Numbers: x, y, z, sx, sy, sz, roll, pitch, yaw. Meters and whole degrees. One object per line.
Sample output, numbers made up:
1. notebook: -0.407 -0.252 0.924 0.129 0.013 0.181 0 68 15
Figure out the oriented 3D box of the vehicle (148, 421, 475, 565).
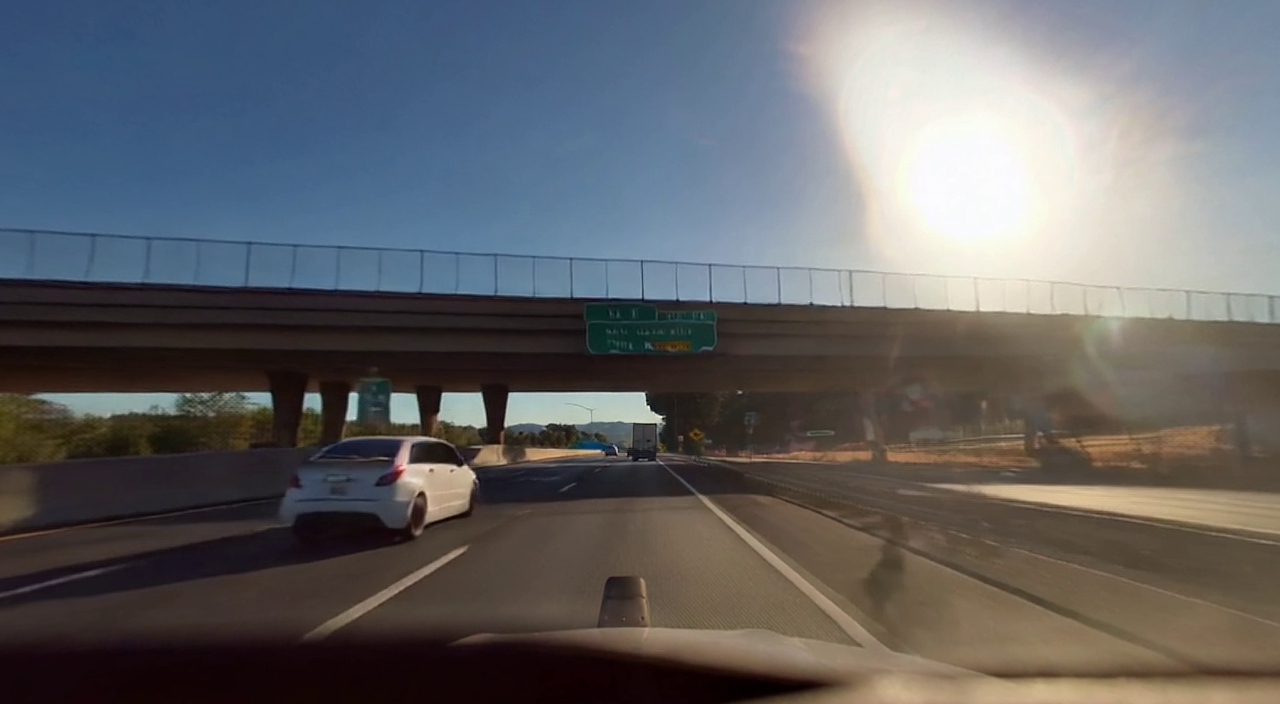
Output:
1. vehicle: -4.367 1.986 9.675 2.235 1.593 5.077 0 -9 1
